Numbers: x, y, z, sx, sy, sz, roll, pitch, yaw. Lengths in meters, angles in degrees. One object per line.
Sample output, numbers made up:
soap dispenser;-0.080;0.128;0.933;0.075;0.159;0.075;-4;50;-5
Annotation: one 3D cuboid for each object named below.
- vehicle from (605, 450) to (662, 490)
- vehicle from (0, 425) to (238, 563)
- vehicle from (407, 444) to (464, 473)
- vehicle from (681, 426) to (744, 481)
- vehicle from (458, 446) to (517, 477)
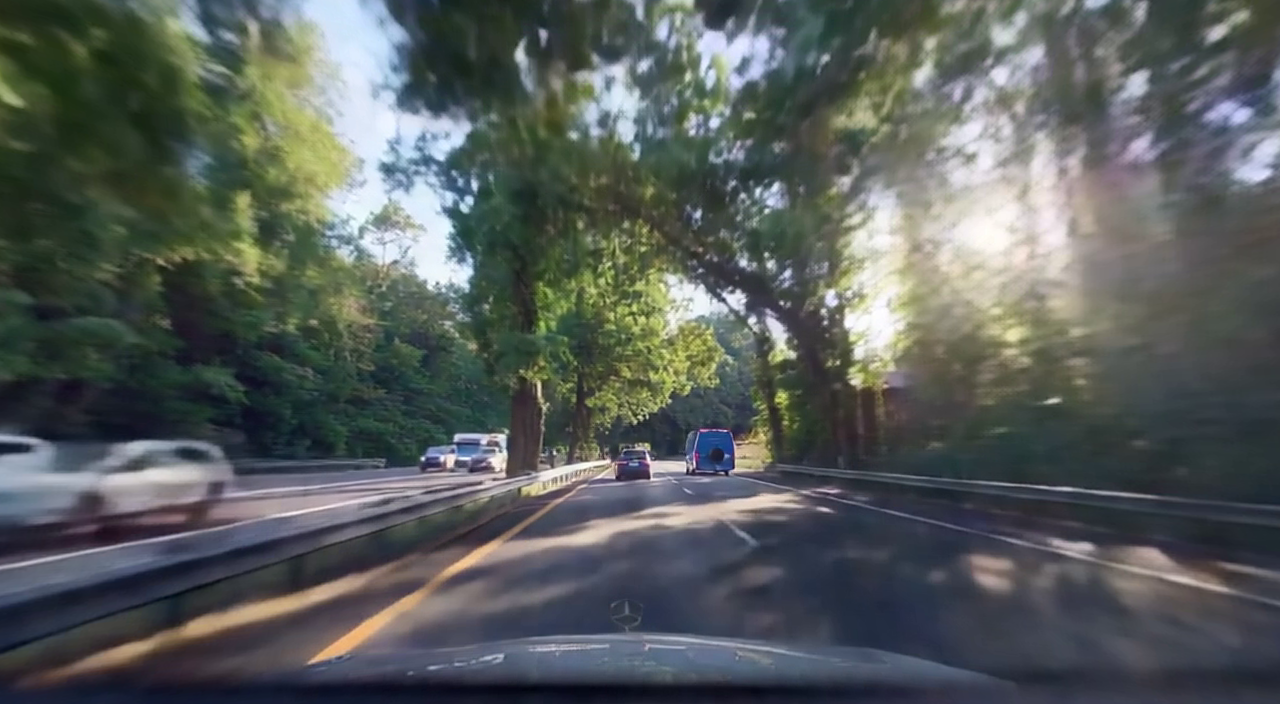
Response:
vehicle;-0.250;4.583;24.752;2.037;1.417;3.885;0;-9;0
vehicle;-7.760;1.780;8.406;1.952;1.449;4.276;0;-9;0
vehicle;-12.445;6.494;38.661;2.121;1.659;4.292;0;-9;0
vehicle;3.721;5.390;33.649;2.513;2.633;5.930;0;-9;-2
vehicle;-7.594;5.485;31.736;1.911;1.461;3.984;0;-9;1
